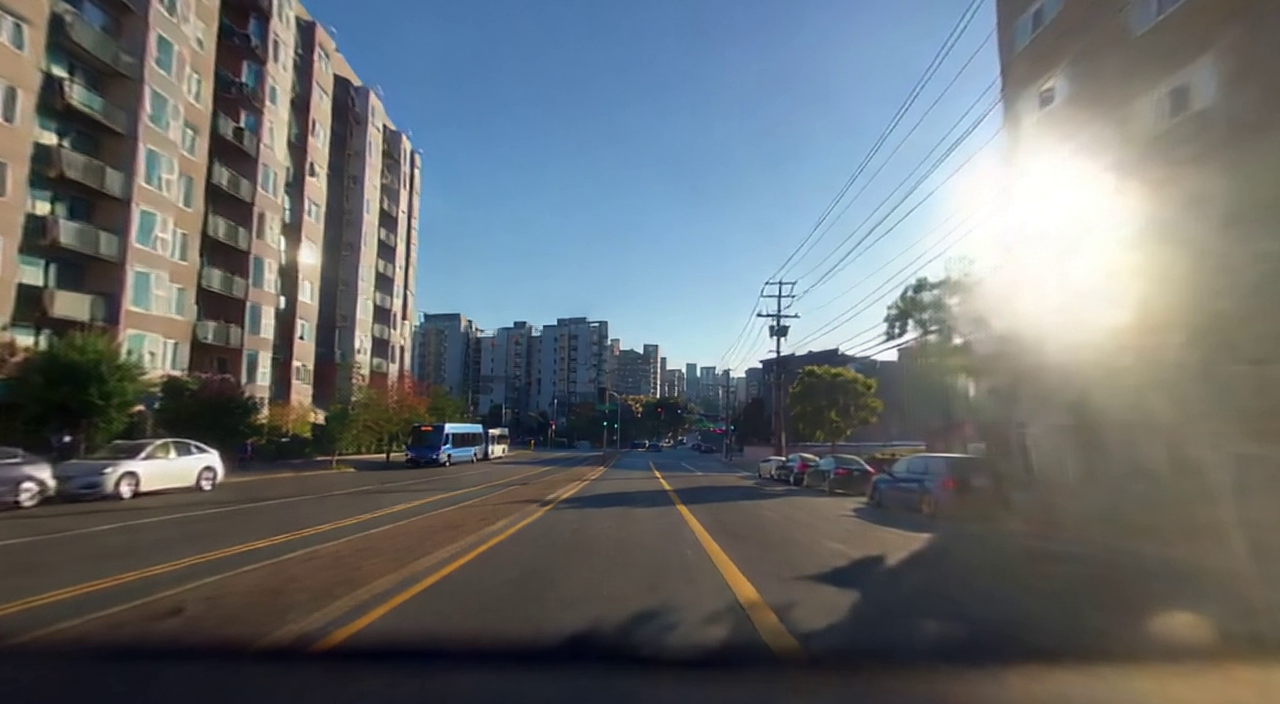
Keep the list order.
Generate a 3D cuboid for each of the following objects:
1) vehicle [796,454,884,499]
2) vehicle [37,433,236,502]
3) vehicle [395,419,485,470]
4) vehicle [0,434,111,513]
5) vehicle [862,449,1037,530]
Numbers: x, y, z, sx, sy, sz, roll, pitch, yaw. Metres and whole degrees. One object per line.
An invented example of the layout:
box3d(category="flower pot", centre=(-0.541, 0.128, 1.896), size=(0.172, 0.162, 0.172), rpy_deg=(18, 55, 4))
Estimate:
box3d(category="vehicle", centre=(7.768, 4.863, 25.066), size=(1.997, 1.517, 4.755), rpy_deg=(0, -8, 1))
box3d(category="vehicle", centre=(-14.594, 3.338, 18.816), size=(2.107, 1.771, 4.871), rpy_deg=(0, -8, -4))
box3d(category="vehicle", centre=(-14.296, 6.790, 46.406), size=(3.060, 3.307, 9.997), rpy_deg=(0, -8, 2))
box3d(category="vehicle", centre=(-14.525, 2.585, 13.482), size=(2.124, 1.626, 4.908), rpy_deg=(0, -8, 1))
box3d(category="vehicle", centre=(7.728, 3.420, 16.449), size=(2.143, 1.731, 4.781), rpy_deg=(0, -8, 0))
